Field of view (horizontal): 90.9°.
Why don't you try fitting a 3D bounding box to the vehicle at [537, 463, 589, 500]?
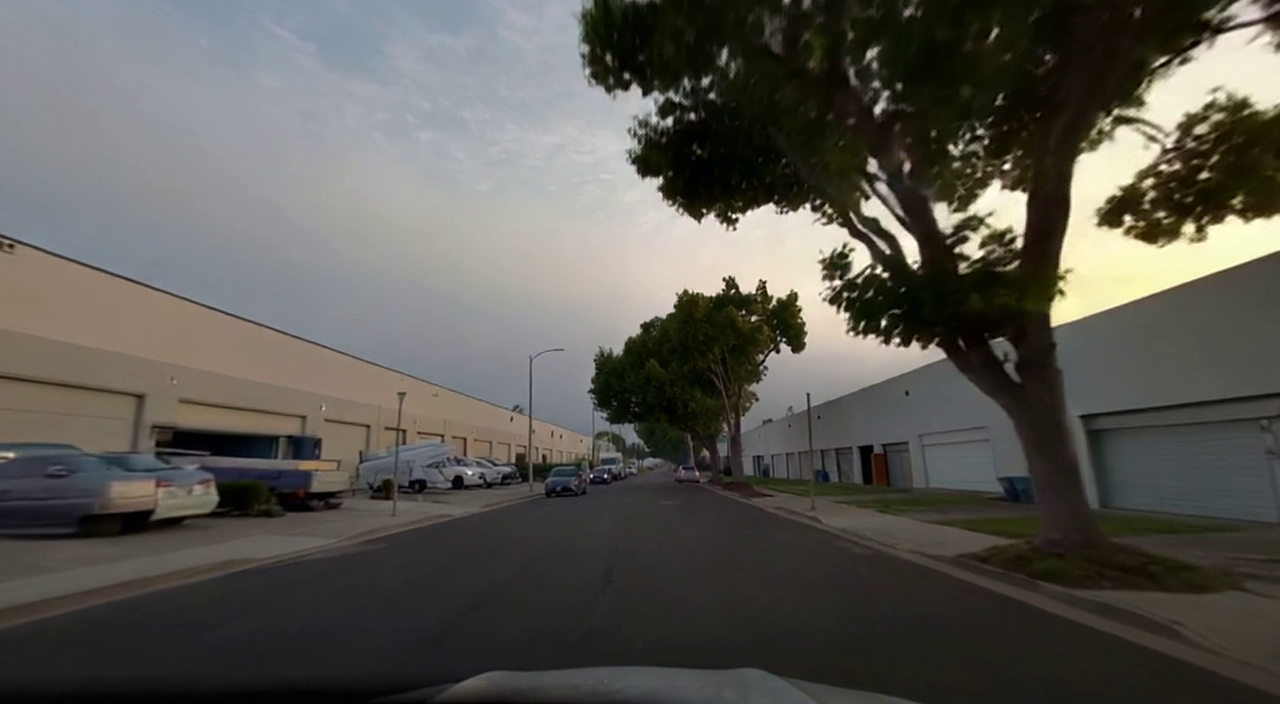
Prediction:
[{"bbox_3d":[-3.831,6.528,32.037,1.927,1.580,4.556,-2,-9,2],"label":"vehicle"}]
